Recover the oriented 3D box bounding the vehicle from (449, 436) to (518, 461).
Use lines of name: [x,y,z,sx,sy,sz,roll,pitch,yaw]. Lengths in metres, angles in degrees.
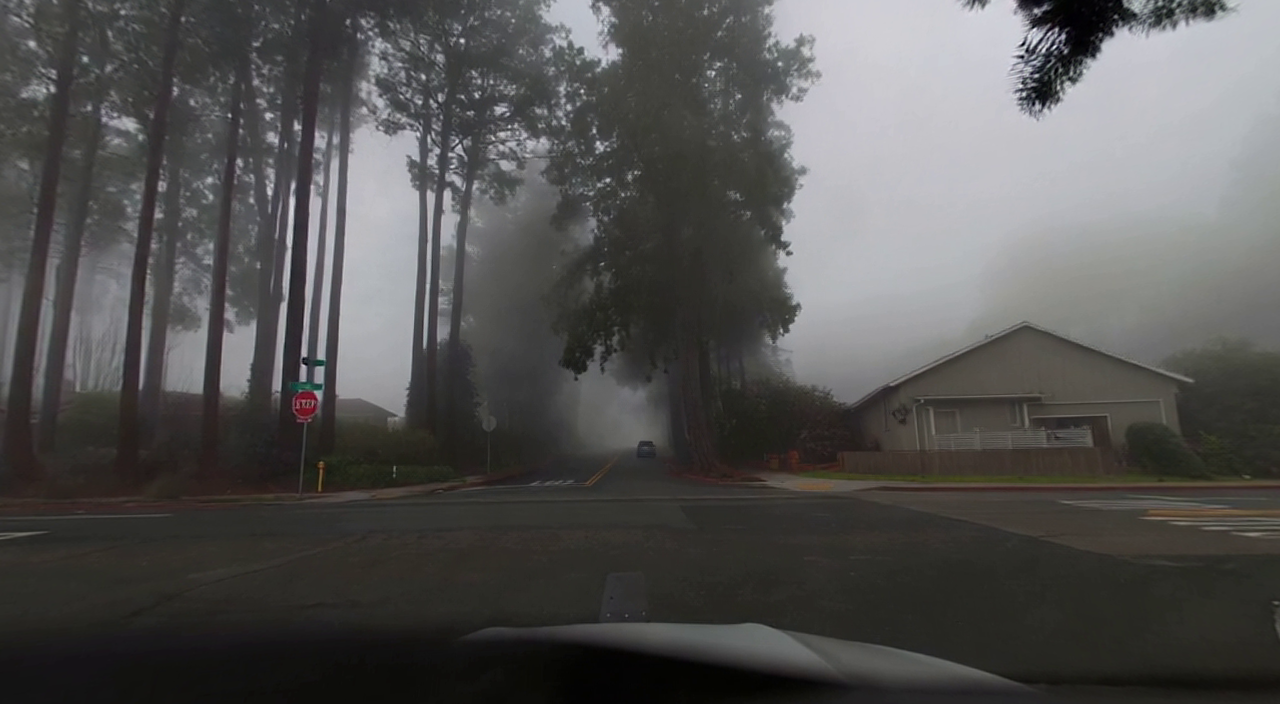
vehicle: [-11.668,7.209,47.241,4.622,1.782,1.836,0,-8,1]
